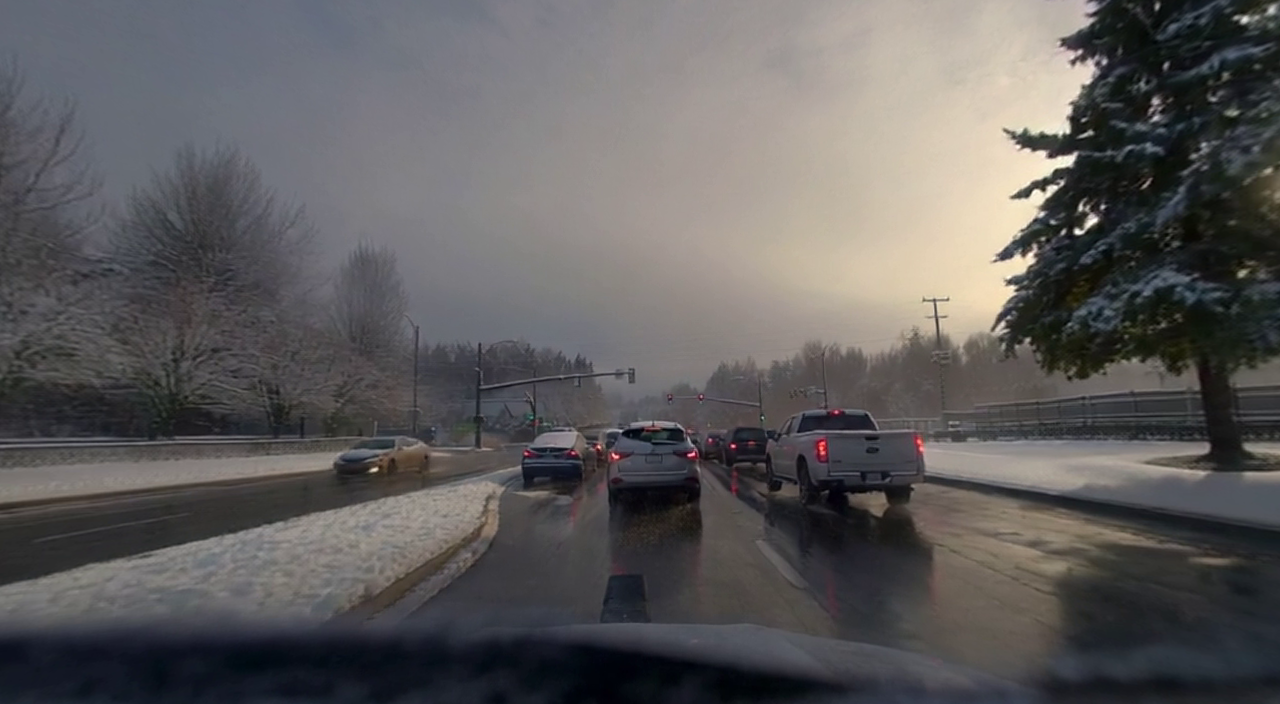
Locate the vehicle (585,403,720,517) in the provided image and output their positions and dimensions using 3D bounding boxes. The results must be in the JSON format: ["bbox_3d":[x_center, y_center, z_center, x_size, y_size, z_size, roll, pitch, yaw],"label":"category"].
[{"bbox_3d":[0.285,1.991,11.944,2.113,1.768,3.901,0,-9,3],"label":"vehicle"}]

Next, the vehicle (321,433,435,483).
[{"bbox_3d":[-8.805,3.593,21.618,1.868,1.496,4.219,0,-9,4],"label":"vehicle"}]

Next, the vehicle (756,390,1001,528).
[{"bbox_3d":[3.767,1.888,11.556,2.317,1.857,5.940,0,-9,2],"label":"vehicle"}]

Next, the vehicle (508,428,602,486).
[{"bbox_3d":[-2.335,3.023,18.475,2.023,1.494,4.259,-1,-8,2],"label":"vehicle"}]
